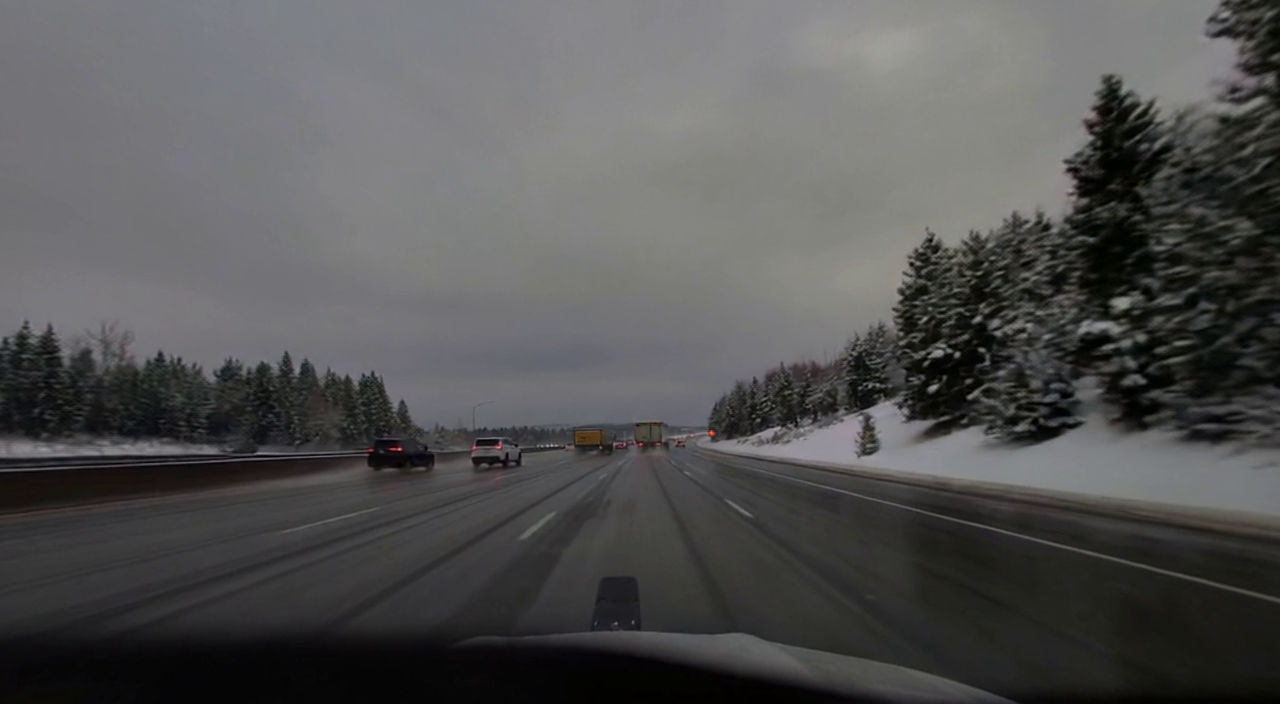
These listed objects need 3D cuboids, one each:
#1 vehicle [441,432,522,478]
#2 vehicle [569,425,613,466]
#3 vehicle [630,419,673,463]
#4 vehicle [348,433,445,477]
[{"bbox_3d":[-6.814,4.487,27.780,2.206,1.838,4.889,0,-9,1],"label":"vehicle"},{"bbox_3d":[-3.177,6.238,42.191,2.328,2.519,5.238,0,-9,3],"label":"vehicle"},{"bbox_3d":[0.814,6.302,44.464,2.768,2.854,6.757,0,-9,1],"label":"vehicle"},{"bbox_3d":[-10.607,4.546,28.106,2.080,1.777,5.450,0,-9,1],"label":"vehicle"}]
